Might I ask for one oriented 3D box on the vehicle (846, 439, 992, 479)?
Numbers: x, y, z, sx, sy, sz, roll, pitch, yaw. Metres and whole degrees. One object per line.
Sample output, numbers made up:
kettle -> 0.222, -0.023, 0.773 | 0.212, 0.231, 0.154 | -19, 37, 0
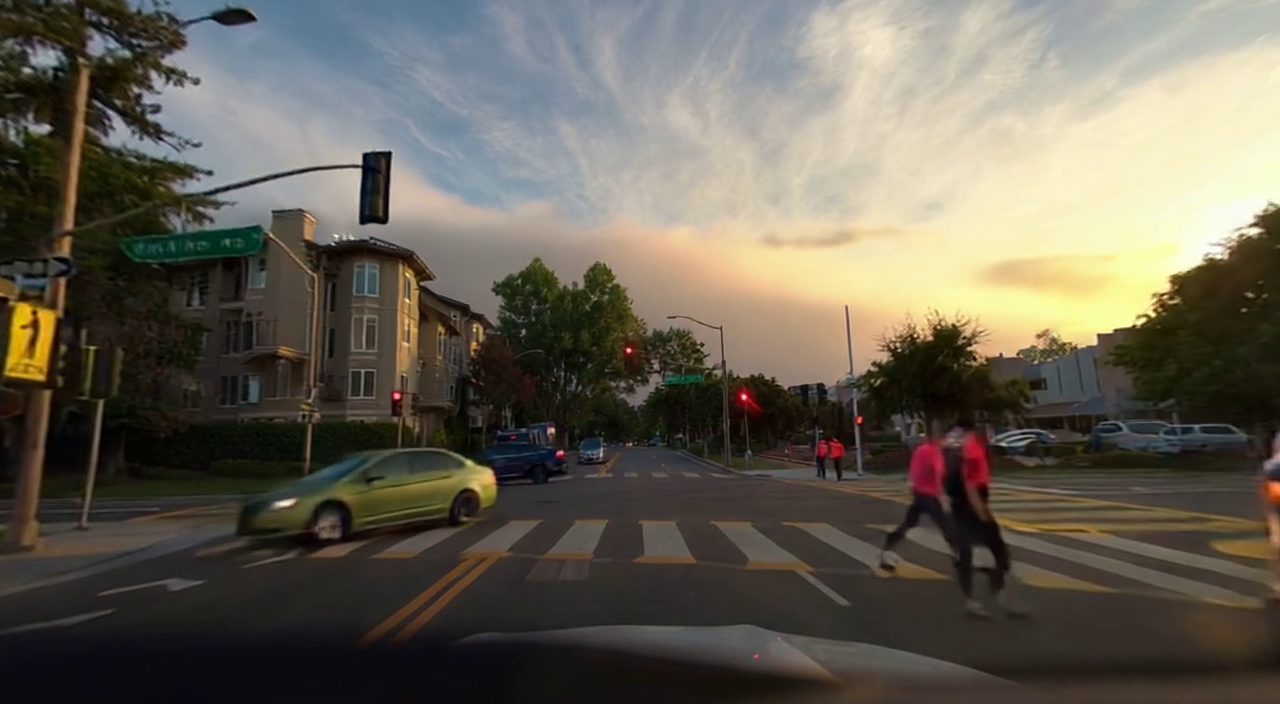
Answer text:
vehicle -> 11.228, 4.297, 25.605 | 5.158, 1.470, 2.012 | -4, -10, 26

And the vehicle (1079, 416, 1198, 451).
vehicle -> 33.450, 5.508, 42.513 | 5.969, 2.225, 2.458 | 0, -9, -3

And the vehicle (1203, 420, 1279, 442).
vehicle -> 46.276, 6.030, 48.284 | 4.562, 1.603, 1.816 | 0, -9, 1

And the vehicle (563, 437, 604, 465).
vehicle -> -3.647, 6.550, 41.831 | 2.302, 1.708, 4.764 | 0, -9, 0

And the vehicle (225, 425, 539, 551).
vehicle -> -4.011, 2.169, 10.885 | 1.979, 1.630, 4.771 | -5, -10, 28
